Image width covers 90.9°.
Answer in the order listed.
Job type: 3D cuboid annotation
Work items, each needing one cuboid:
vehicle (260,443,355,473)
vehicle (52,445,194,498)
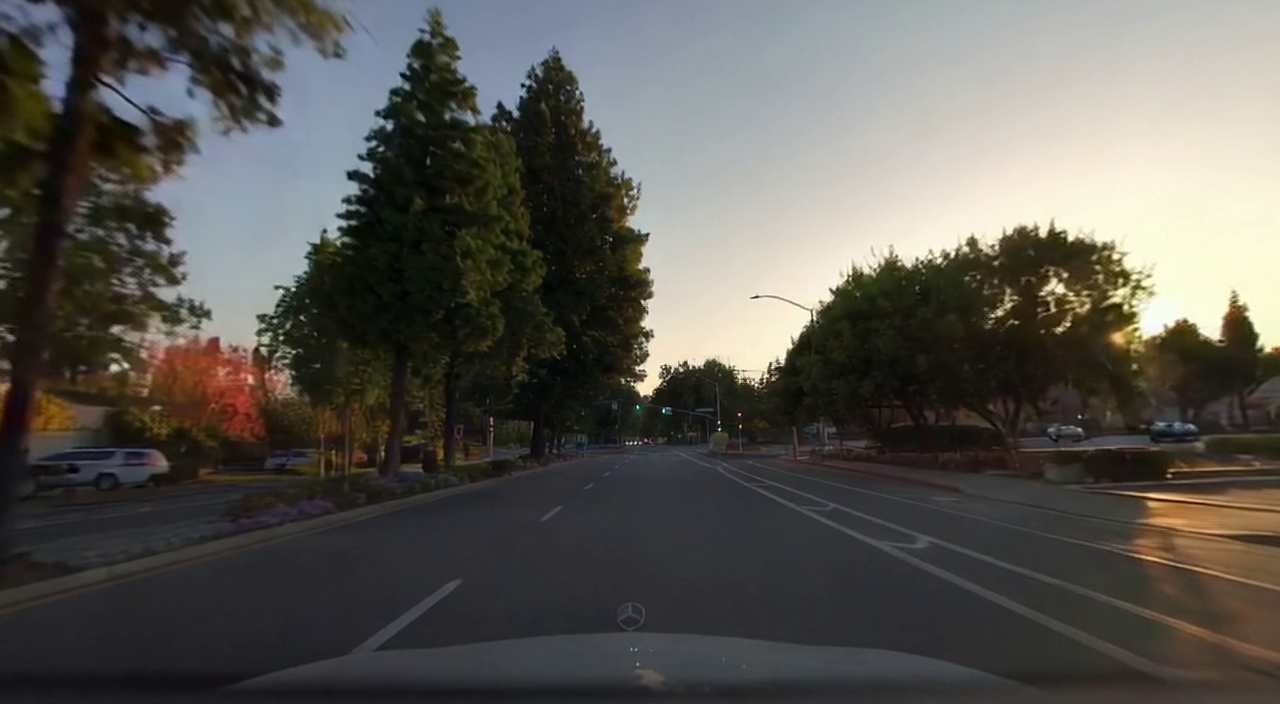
[{"bbox_3d":[-22.635,7.206,43.150,5.215,1.887,2.213,1,-8,-8],"label":"vehicle"},{"bbox_3d":[-24.290,5.594,29.751,5.040,2.072,1.949,-2,-5,0],"label":"vehicle"}]
